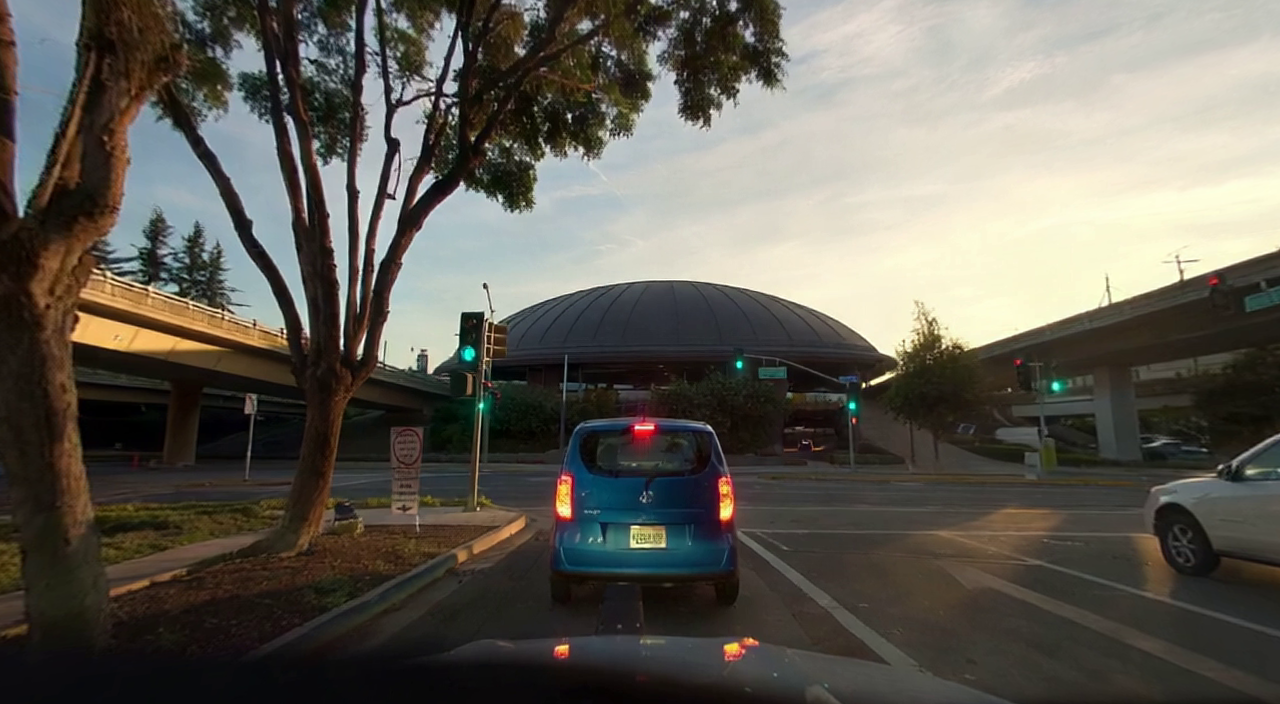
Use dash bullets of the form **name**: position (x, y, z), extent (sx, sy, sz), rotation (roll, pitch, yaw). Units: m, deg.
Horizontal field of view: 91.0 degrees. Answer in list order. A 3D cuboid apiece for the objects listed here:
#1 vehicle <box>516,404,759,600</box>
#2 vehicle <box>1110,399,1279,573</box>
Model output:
- **vehicle**: position (0.015, 1.514, 7.107), extent (1.976, 1.584, 3.772), rotation (0, -9, 1)
- **vehicle**: position (7.620, 1.379, 6.452), extent (2.055, 1.776, 4.646), rotation (0, -9, 1)
